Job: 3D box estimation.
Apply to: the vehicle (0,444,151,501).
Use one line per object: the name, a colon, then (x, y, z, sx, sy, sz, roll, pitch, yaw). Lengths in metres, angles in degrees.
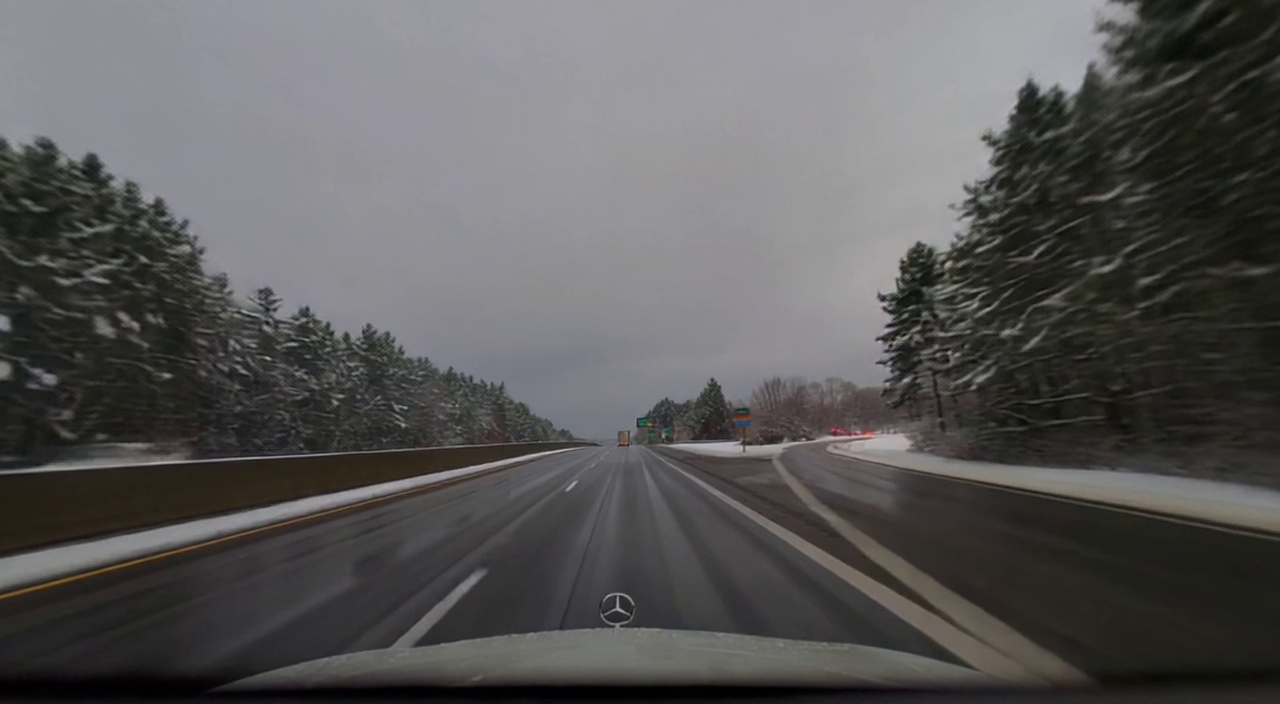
vehicle: (-17.372, 3.545, 19.058, 1.821, 1.478, 4.213, 0, -8, -1)
